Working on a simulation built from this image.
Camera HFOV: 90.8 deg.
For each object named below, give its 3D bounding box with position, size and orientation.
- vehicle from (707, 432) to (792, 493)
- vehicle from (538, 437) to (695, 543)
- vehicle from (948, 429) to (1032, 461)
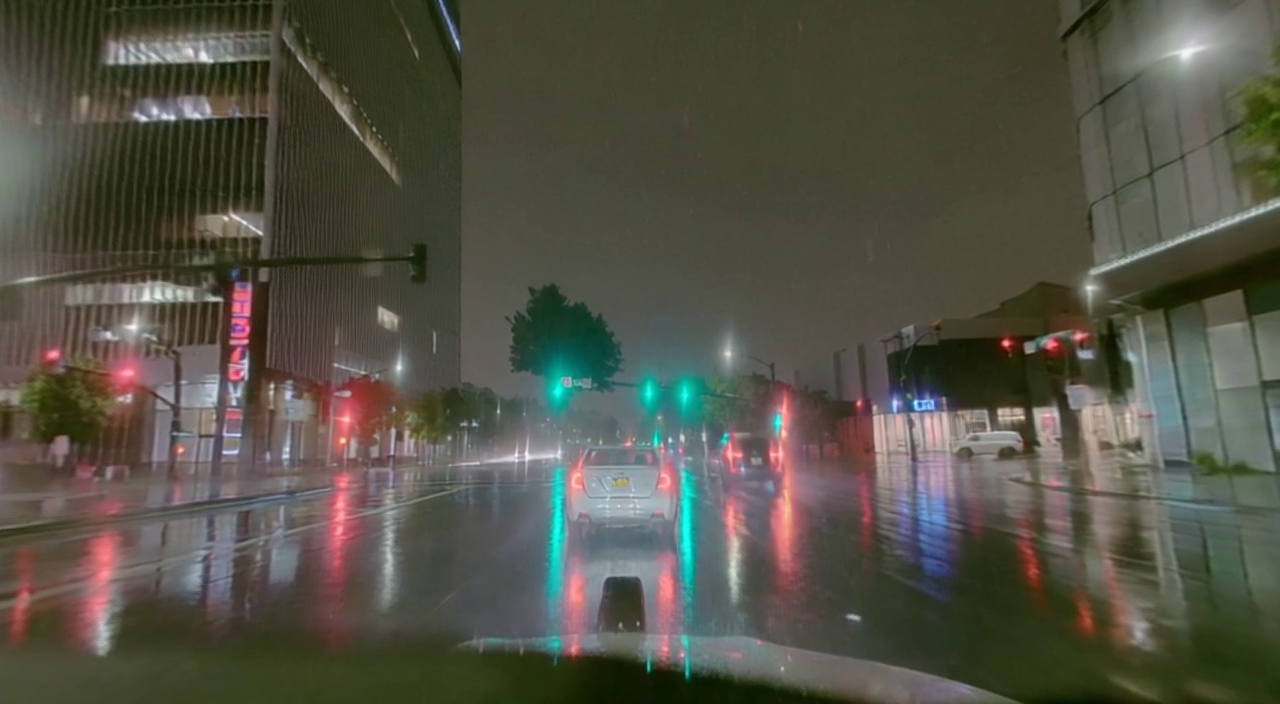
[{"bbox_3d":[3.512,3.609,21.094,2.078,1.799,4.089,1,-7,-1],"label":"vehicle"},{"bbox_3d":[-0.355,2.167,10.684,2.144,1.398,3.963,1,-7,-1],"label":"vehicle"},{"bbox_3d":[24.249,6.520,43.934,4.384,2.000,2.345,1,-12,-4],"label":"vehicle"}]
